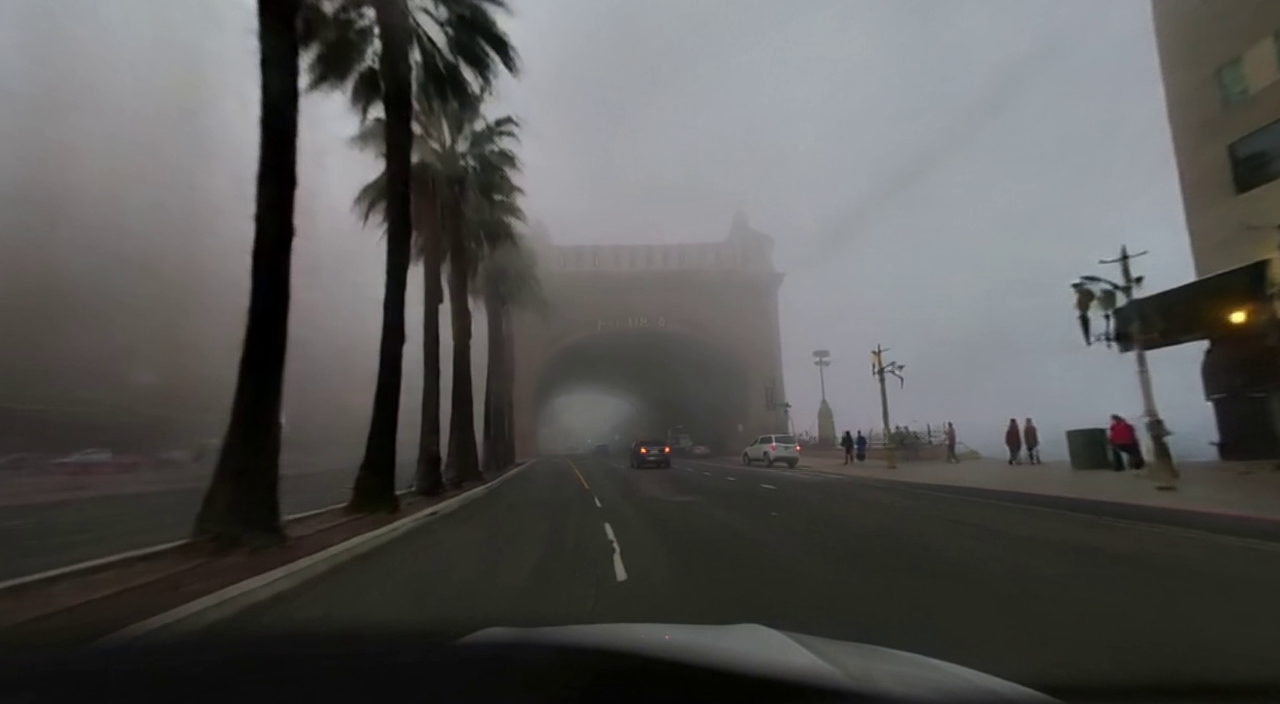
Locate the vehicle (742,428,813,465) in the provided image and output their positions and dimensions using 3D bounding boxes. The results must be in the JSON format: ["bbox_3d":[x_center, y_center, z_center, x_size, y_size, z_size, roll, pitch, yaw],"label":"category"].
[{"bbox_3d":[8.145,5.694,38.191,2.417,2.030,5.711,1,-8,-7],"label":"vehicle"}]

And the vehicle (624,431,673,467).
[{"bbox_3d":[0.369,5.921,38.728,2.284,2.010,6.670,0,-8,-6],"label":"vehicle"}]
